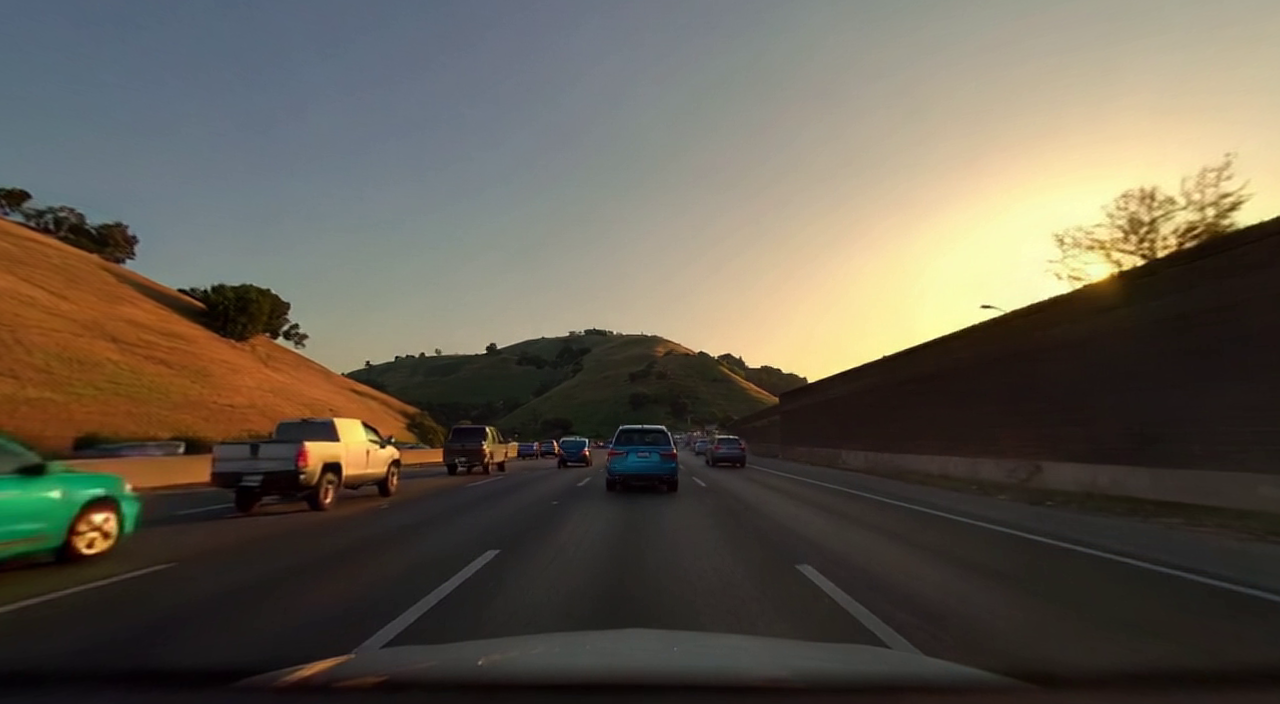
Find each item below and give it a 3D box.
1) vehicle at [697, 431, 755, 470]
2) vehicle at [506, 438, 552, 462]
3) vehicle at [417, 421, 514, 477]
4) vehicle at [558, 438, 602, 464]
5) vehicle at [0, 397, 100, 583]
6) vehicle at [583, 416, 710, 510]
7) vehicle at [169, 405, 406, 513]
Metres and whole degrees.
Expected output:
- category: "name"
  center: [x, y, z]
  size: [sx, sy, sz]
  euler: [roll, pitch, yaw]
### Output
- category: "vehicle"
  center: [4.138, 4.815, 30.961]
  size: [2.092, 1.723, 4.629]
  euler: [0, -9, -1]
- category: "vehicle"
  center: [-6.918, 6.185, 39.870]
  size: [1.957, 1.467, 4.640]
  euler: [0, -9, 1]
- category: "vehicle"
  center: [-6.737, 3.854, 25.064]
  size: [2.294, 1.982, 5.040]
  euler: [0, -9, 1]
- category: "vehicle"
  center: [-3.427, 5.781, 36.934]
  size: [2.108, 1.442, 4.143]
  euler: [0, -9, 1]
- category: "vehicle"
  center: [-6.969, 1.098, 4.609]
  size: [2.024, 1.706, 4.462]
  euler: [0, -9, 1]
- category: "vehicle"
  center: [0.133, 2.466, 14.387]
  size: [2.447, 1.804, 4.273]
  euler: [0, -9, 0]
- category: "vehicle"
  center: [-7.346, 2.320, 14.028]
  size: [2.230, 1.928, 5.112]
  euler: [0, -9, 1]
